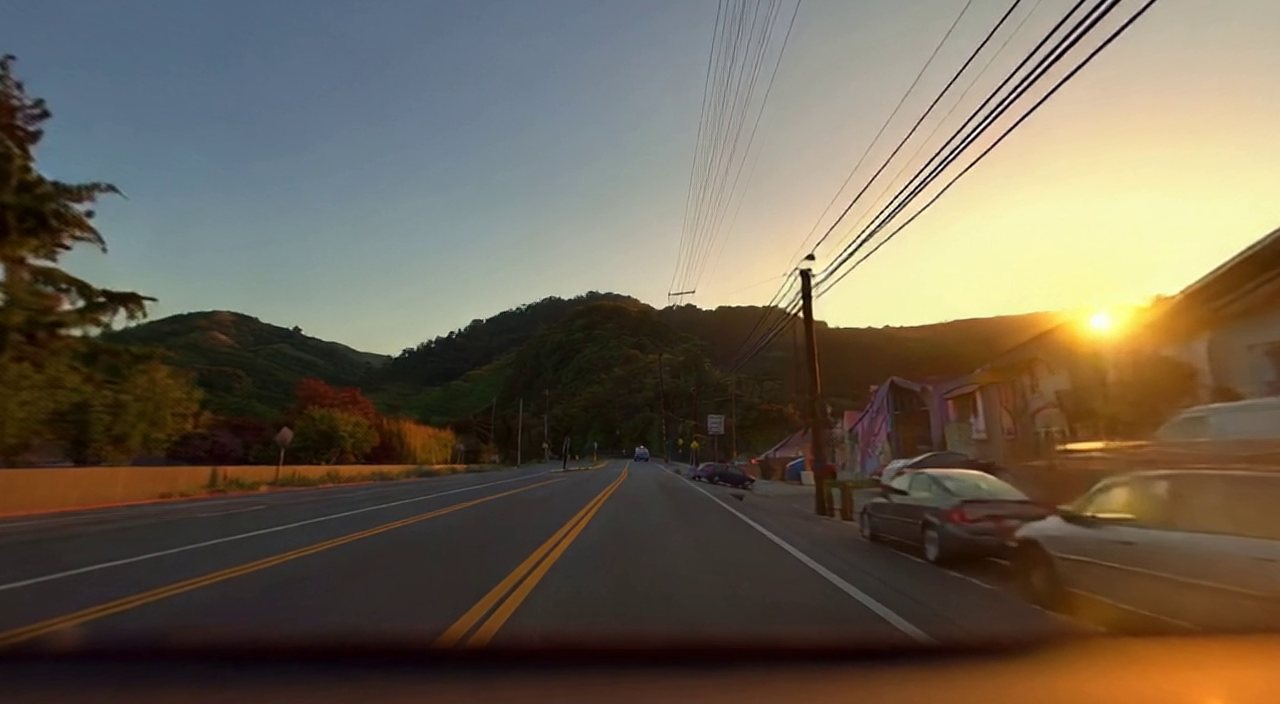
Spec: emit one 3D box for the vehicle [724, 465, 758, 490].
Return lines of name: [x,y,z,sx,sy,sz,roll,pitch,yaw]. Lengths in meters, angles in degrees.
vehicle: [6.783,8.436,42.605,1.781,1.432,4.169,0,-9,3]

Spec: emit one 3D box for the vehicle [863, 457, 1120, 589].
vehicle: [5.999,3.021,11.714,1.966,1.829,4.812,-2,-12,1]

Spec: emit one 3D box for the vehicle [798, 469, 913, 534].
vehicle: [5.990,4.181,18.130,1.926,1.497,3.988,0,-9,1]

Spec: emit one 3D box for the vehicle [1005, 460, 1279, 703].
vehicle: [5.630,1.855,5.525,2.056,1.693,4.803,0,-9,1]
